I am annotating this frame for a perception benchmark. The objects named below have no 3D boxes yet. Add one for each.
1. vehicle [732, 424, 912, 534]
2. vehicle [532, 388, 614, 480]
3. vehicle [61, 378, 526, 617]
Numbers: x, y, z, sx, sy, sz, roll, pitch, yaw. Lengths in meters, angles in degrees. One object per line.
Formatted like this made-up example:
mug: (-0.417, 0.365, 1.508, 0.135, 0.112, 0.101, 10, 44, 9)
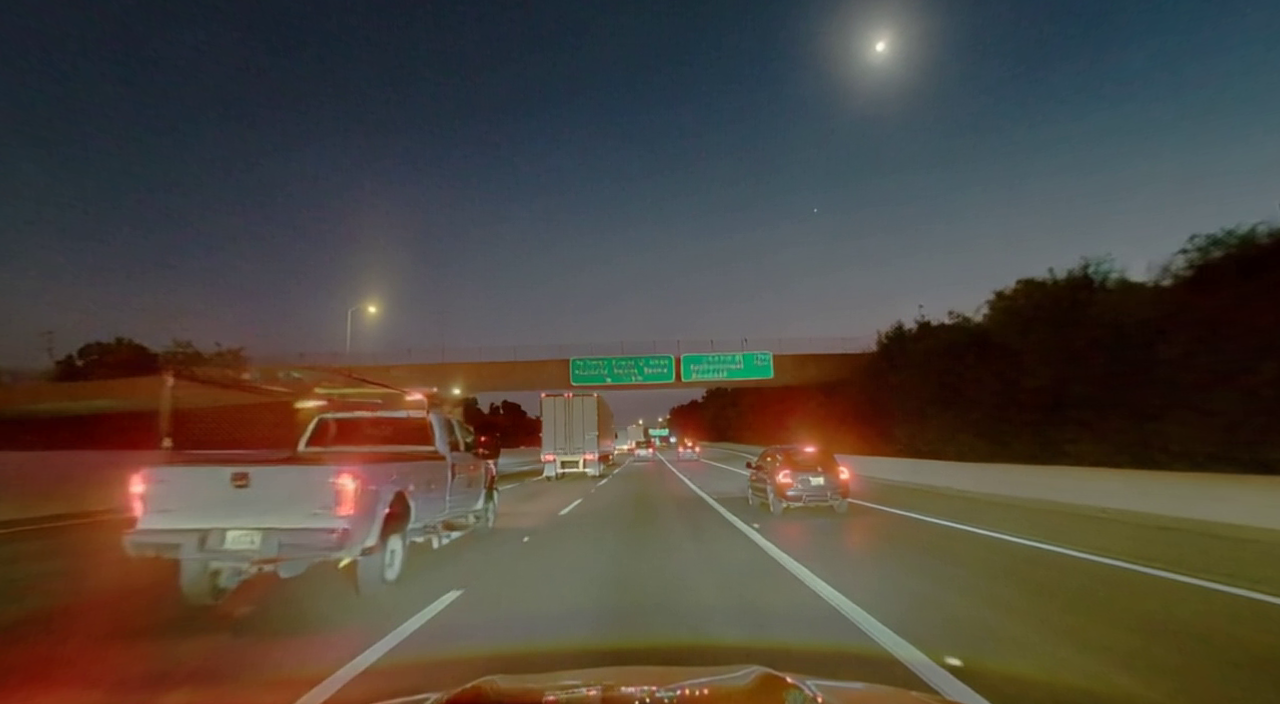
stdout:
vehicle: (3.107, 2.269, 11.882, 2.028, 1.658, 4.334, 0, -8, -1)
vehicle: (-3.313, 4.824, 36.154, 2.869, 4.108, 15.564, 0, -8, 1)
vehicle: (-3.548, 1.716, 8.698, 2.645, 2.023, 6.491, 0, -8, 1)
